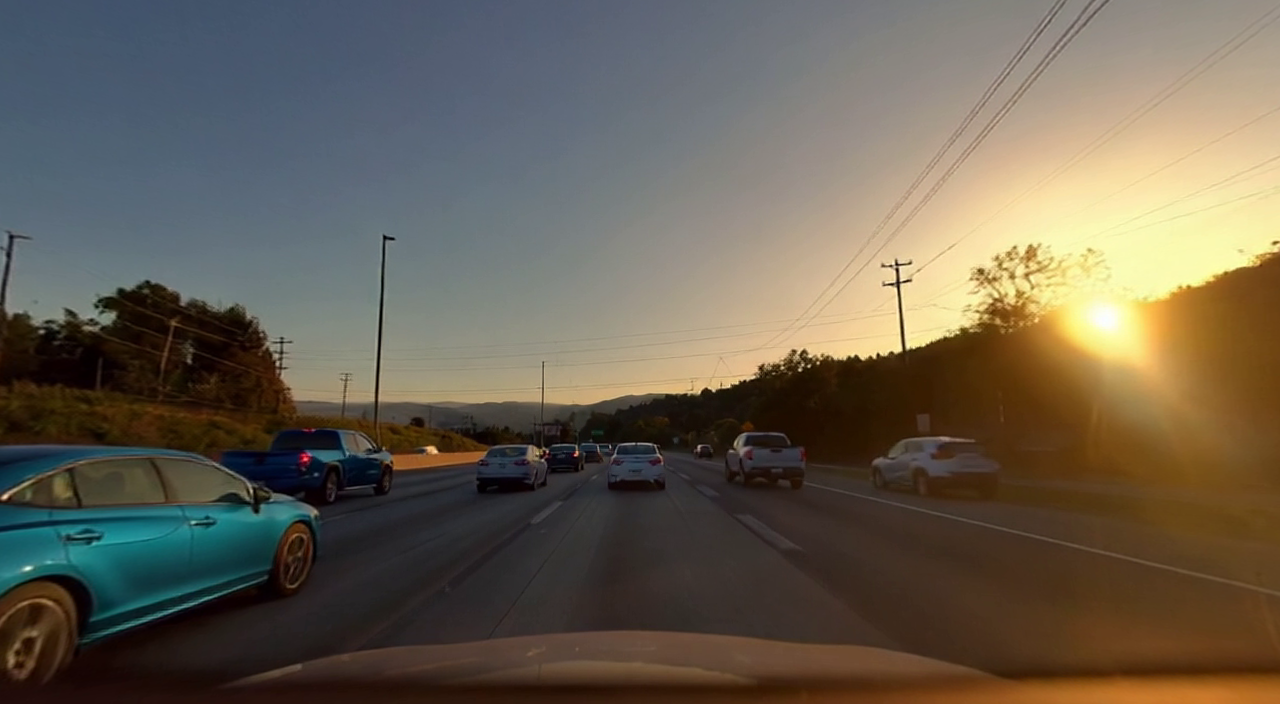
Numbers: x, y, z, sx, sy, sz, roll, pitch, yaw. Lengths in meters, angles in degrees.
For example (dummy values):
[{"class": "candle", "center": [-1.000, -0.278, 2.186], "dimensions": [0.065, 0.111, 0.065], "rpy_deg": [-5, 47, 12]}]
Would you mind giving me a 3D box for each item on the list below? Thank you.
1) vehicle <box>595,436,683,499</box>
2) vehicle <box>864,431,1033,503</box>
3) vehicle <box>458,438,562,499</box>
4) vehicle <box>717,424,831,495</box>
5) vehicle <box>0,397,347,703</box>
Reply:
[{"class": "vehicle", "center": [-0.053, 3.088, 17.421], "dimensions": [2.102, 1.499, 4.439], "rpy_deg": [0, -8, -1]}, {"class": "vehicle", "center": [7.904, 2.968, 16.858], "dimensions": [1.969, 1.608, 4.865], "rpy_deg": [0, -8, -1]}, {"class": "vehicle", "center": [-3.385, 3.105, 17.272], "dimensions": [1.899, 1.437, 4.131], "rpy_deg": [0, -8, 1]}, {"class": "vehicle", "center": [3.768, 3.155, 18.917], "dimensions": [2.113, 1.800, 5.376], "rpy_deg": [0, -8, -1]}, {"class": "vehicle", "center": [-3.749, 1.060, 3.537], "dimensions": [1.955, 1.481, 4.604], "rpy_deg": [0, -8, 1]}]
